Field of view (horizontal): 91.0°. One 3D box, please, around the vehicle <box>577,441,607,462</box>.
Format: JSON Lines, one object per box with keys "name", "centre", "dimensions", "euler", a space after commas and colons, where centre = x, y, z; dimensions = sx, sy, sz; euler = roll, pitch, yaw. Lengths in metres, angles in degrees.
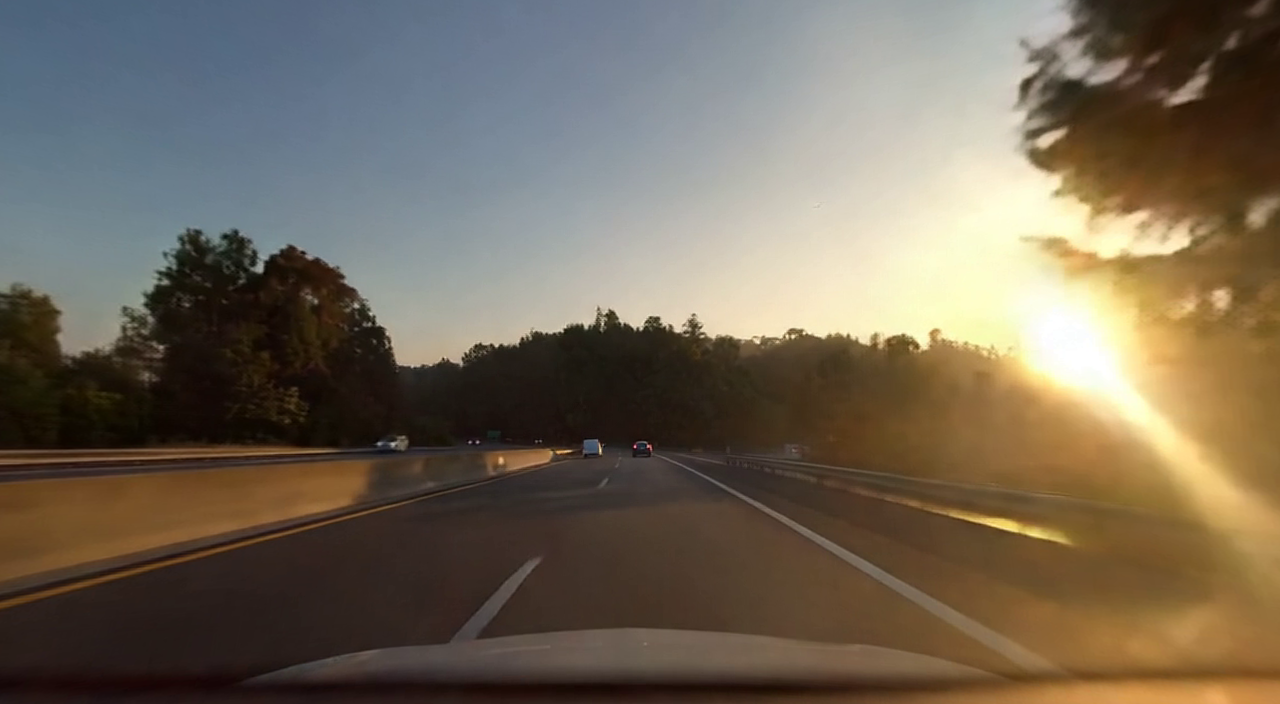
{"name": "vehicle", "centre": [-3.613, 7.602, 48.101], "dimensions": [2.057, 1.514, 3.845], "euler": [0, -8, -1]}
